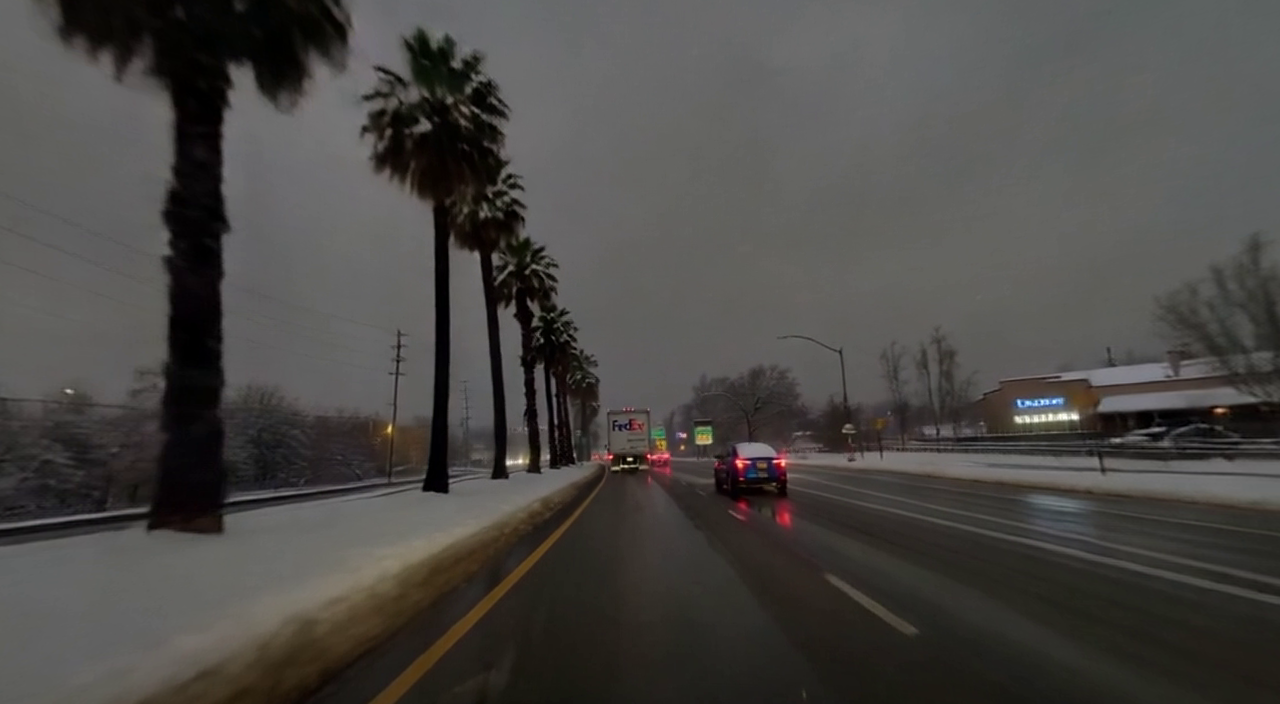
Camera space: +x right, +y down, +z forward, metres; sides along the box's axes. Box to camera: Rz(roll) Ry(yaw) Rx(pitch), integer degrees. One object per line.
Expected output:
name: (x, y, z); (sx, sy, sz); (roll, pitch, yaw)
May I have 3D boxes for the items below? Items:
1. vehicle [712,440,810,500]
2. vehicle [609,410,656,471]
vehicle: (3.430, 3.426, 18.737); (1.966, 1.558, 4.238); (0, -9, -1)
vehicle: (-0.658, 6.927, 48.891); (3.243, 4.134, 11.656); (0, -9, -1)
